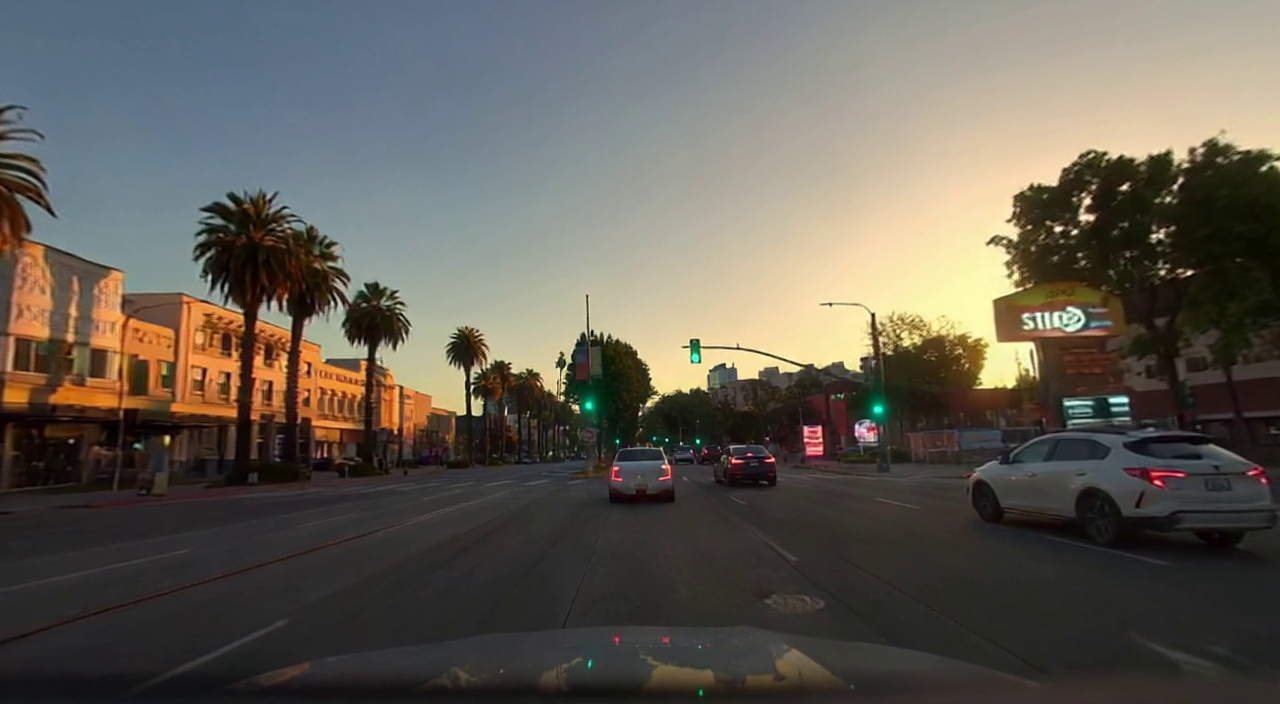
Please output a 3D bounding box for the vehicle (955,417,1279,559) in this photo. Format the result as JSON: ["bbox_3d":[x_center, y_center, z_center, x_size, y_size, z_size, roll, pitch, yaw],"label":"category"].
[{"bbox_3d":[6.908,1.943,9.706,1.940,1.674,4.085,0,-9,-1],"label":"vehicle"}]

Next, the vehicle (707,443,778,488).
[{"bbox_3d":[3.823,4.295,24.238,1.892,1.532,4.177,0,-9,-1],"label":"vehicle"}]

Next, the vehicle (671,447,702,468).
[{"bbox_3d":[3.567,8.233,49.500,2.012,1.570,4.600,0,-9,-1],"label":"vehicle"}]

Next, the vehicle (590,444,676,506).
[{"bbox_3d":[-0.190,3.304,17.457,2.110,1.487,3.873,0,-9,-1],"label":"vehicle"}]
